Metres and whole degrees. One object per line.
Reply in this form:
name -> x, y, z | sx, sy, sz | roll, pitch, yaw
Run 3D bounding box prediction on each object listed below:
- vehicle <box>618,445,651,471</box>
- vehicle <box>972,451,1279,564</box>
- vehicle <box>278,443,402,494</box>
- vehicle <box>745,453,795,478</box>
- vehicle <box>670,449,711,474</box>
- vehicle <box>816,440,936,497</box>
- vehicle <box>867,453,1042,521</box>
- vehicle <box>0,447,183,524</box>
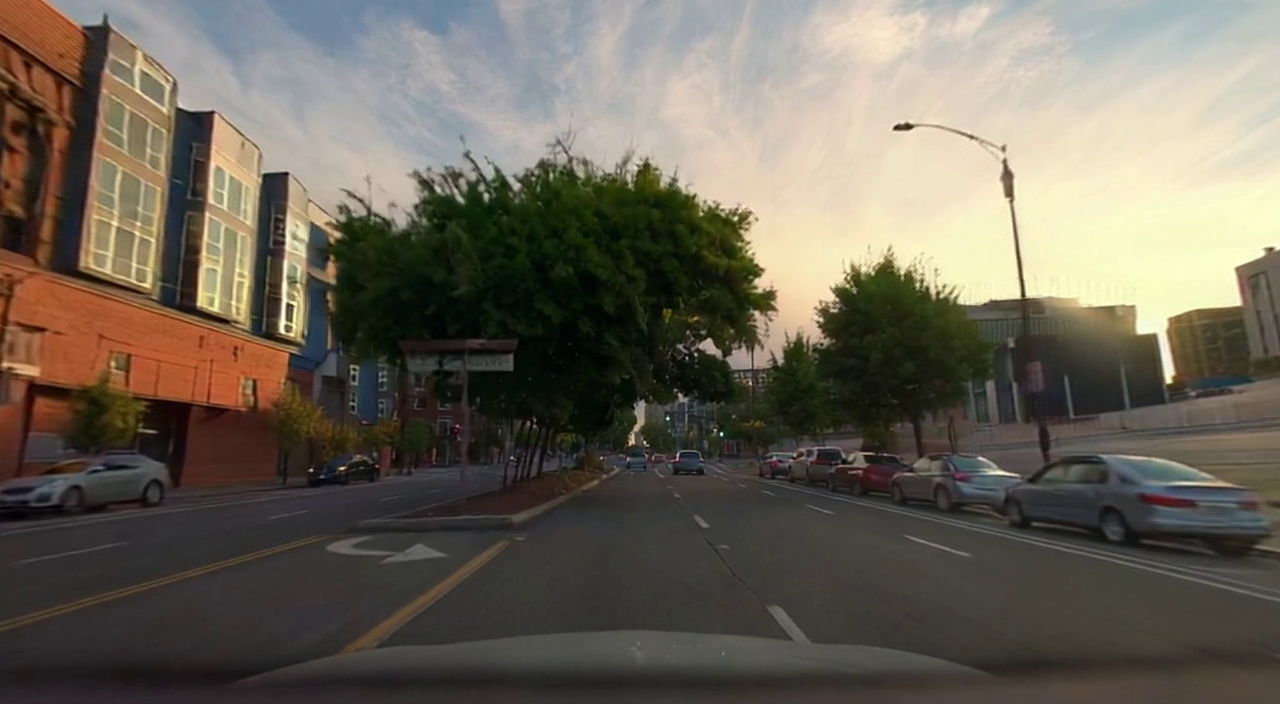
vehicle -> -0.427, 7.971, 47.680 | 2.329, 1.842, 4.537 | 0, -8, -1
vehicle -> 8.048, 2.430, 10.780 | 2.030, 1.444, 4.832 | 0, -9, -1
vehicle -> -14.481, 5.644, 31.132 | 2.822, 2.230, 6.145 | 0, -9, 3
vehicle -> 8.128, 7.135, 40.017 | 2.054, 1.455, 4.786 | 0, -9, -2
vehicle -> 3.137, 6.954, 40.384 | 2.238, 1.499, 4.964 | 0, -8, 0
vehicle -> 8.121, 4.086, 22.361 | 2.310, 1.753, 4.814 | 0, -9, -1
vehicle -> 7.959, 3.428, 16.676 | 2.075, 1.467, 4.800 | 0, -9, -1
vehicle -> -14.846, 3.410, 16.768 | 2.063, 1.735, 4.317 | 0, -9, 1
